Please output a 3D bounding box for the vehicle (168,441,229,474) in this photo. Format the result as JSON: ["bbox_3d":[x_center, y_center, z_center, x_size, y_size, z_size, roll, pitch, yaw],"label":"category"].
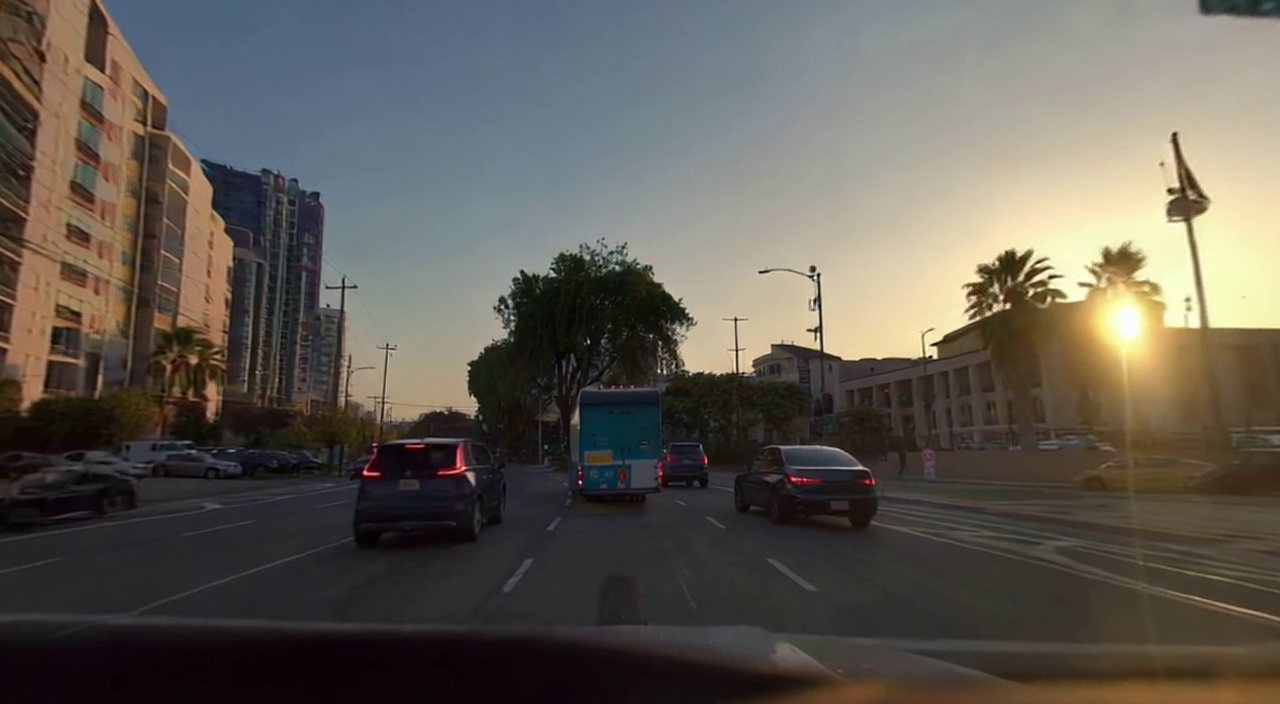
[{"bbox_3d":[-27.244,6.480,38.888,1.981,1.887,4.441,3,-9,-21],"label":"vehicle"}]

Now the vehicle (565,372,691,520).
[{"bbox_3d":[-0.564,2.317,15.708,2.517,2.926,6.177,1,-8,-6],"label":"vehicle"}]

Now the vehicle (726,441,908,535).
[{"bbox_3d":[3.241,2.569,12.699,1.978,1.507,4.636,0,-8,-5],"label":"vehicle"}]

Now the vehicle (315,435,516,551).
[{"bbox_3d":[-3.503,2.247,10.827,2.033,1.555,4.408,0,-8,-3],"label":"vehicle"}]

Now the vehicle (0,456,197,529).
[{"bbox_3d":[-13.959,3.481,16.117,1.931,1.484,4.519,0,-8,-1],"label":"vehicle"}]

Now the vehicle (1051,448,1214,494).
[{"bbox_3d":[19.275,4.615,24.861,1.942,1.583,4.579,3,-9,-23],"label":"vehicle"}]
